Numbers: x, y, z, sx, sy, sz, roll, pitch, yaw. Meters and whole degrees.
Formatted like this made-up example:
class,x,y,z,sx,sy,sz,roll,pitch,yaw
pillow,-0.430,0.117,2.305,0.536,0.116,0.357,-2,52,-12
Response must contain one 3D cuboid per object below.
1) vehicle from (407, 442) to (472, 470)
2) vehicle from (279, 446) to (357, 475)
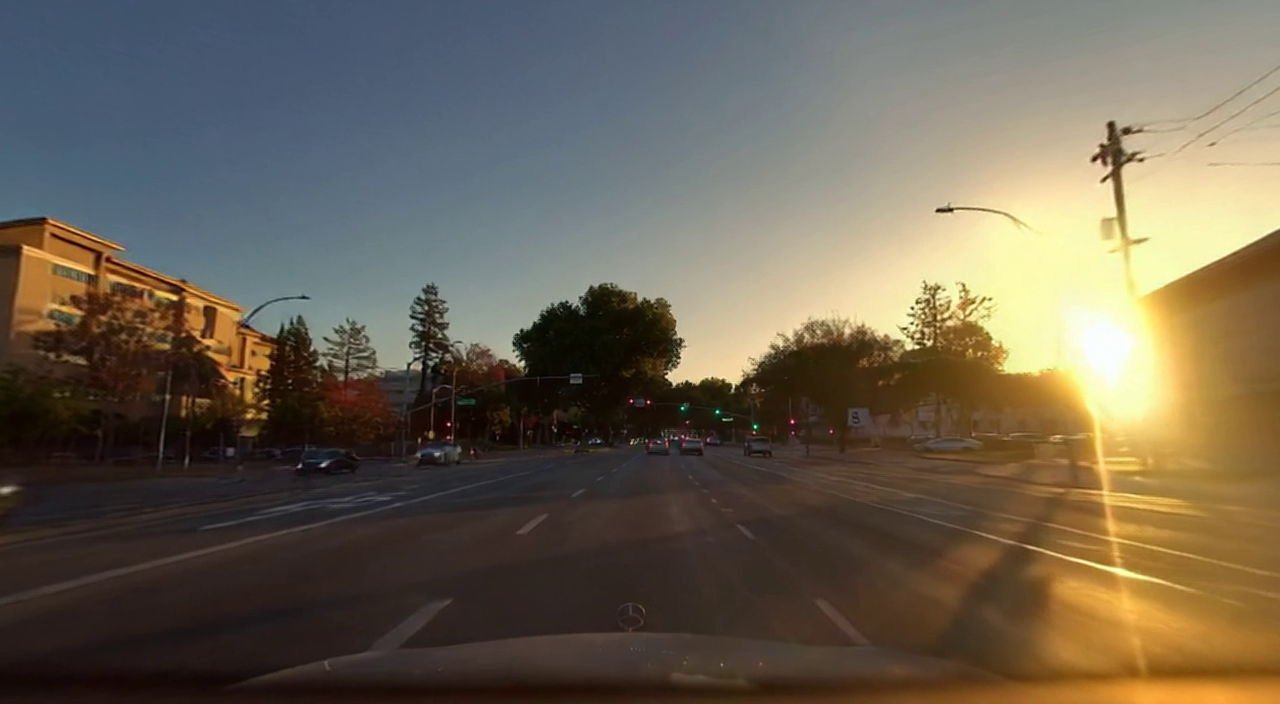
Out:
class,x,y,z,sx,sy,sz,roll,pitch,yaw
vehicle,-11.028,5.737,35.051,1.943,1.463,4.707,0,-8,1
vehicle,-18.147,6.128,35.794,1.939,1.500,4.547,0,-8,1
